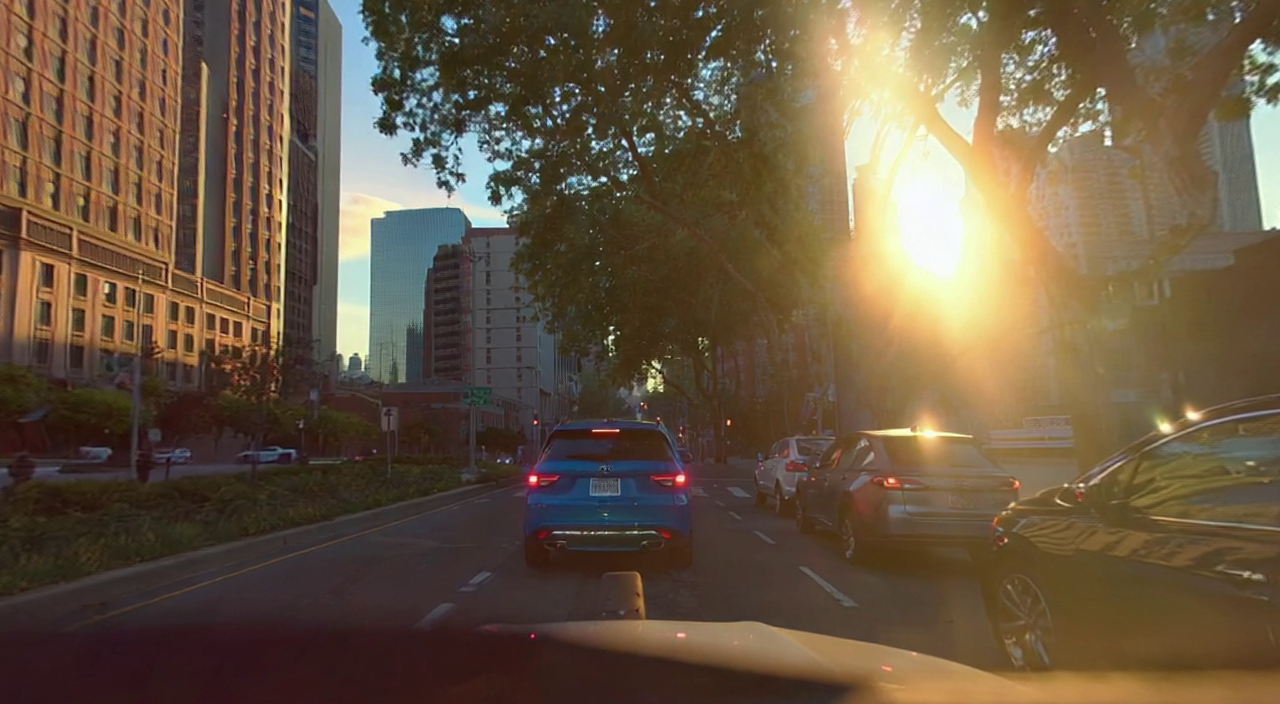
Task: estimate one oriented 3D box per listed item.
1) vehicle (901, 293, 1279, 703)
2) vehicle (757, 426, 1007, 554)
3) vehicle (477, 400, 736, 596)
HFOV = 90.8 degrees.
[{"bbox_3d":[3.001,0.749,2.242,2.063,1.760,4.664,0,-9,-1],"label":"vehicle"},{"bbox_3d":[3.290,1.978,9.812,1.941,1.482,4.632,0,-9,-2],"label":"vehicle"},{"bbox_3d":[-0.338,1.581,7.634,2.249,1.684,4.084,0,-9,-1],"label":"vehicle"}]
